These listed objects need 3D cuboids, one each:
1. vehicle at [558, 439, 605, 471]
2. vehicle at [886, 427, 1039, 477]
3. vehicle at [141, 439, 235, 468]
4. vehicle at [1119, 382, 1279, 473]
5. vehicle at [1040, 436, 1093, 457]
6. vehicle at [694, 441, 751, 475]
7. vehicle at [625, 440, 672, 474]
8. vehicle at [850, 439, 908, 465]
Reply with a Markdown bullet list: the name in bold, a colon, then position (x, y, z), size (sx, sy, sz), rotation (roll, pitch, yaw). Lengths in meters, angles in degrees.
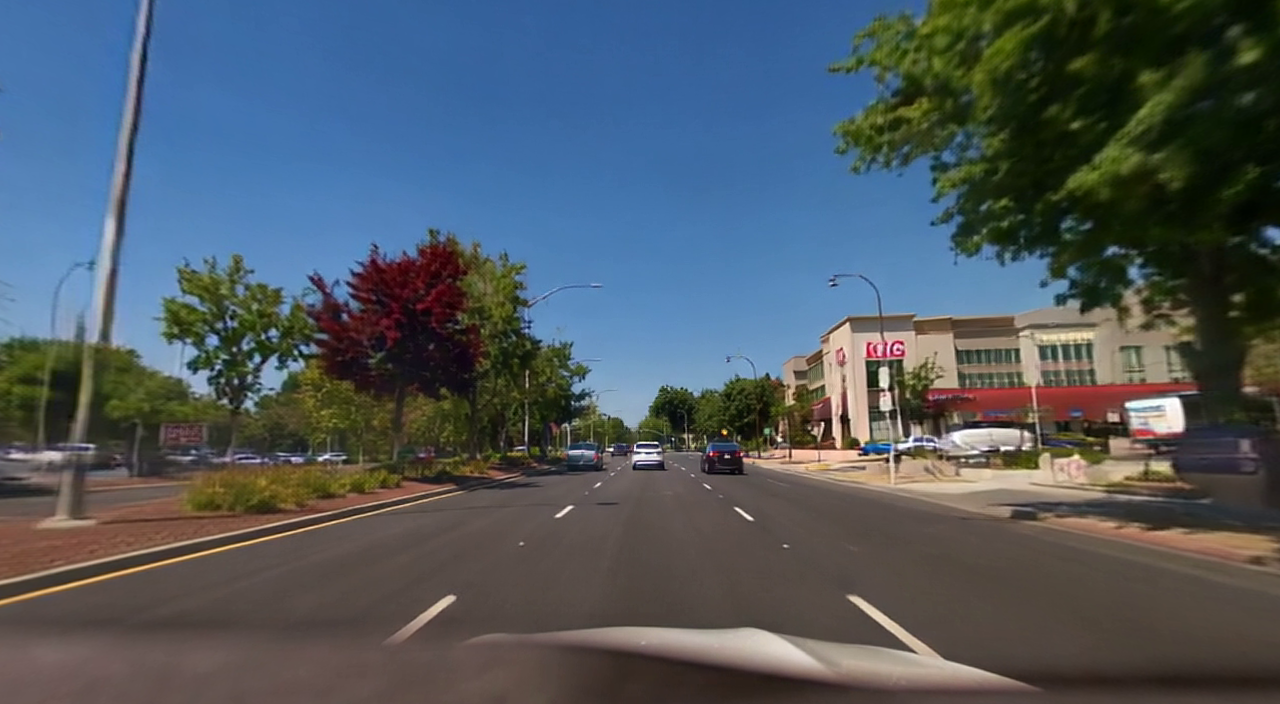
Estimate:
- **vehicle**: position (-3.025, 5.444, 33.487), size (1.995, 1.607, 4.086), rotation (0, -8, 1)
- **vehicle**: position (13.375, 4.189, 26.429), size (5.144, 1.834, 2.188), rotation (-2, -9, 2)
- **vehicle**: position (-34.964, 7.827, 49.053), size (2.578, 1.973, 6.455), rotation (1, -8, -1)
- **vehicle**: position (26.141, 3.236, 27.103), size (8.385, 3.654, 2.810), rotation (-1, -8, 2)
- **vehicle**: position (32.693, 7.261, 48.411), size (1.777, 1.465, 3.743), rotation (-1, -9, 7)
- **vehicle**: position (3.788, 4.947, 29.712), size (2.012, 1.462, 4.400), rotation (0, -8, -1)
- **vehicle**: position (0.380, 4.913, 29.684), size (2.059, 1.477, 4.216), rotation (0, -8, 0)
- **vehicle**: position (15.456, 6.486, 41.047), size (2.099, 1.526, 4.555), rotation (-1, -8, 2)
